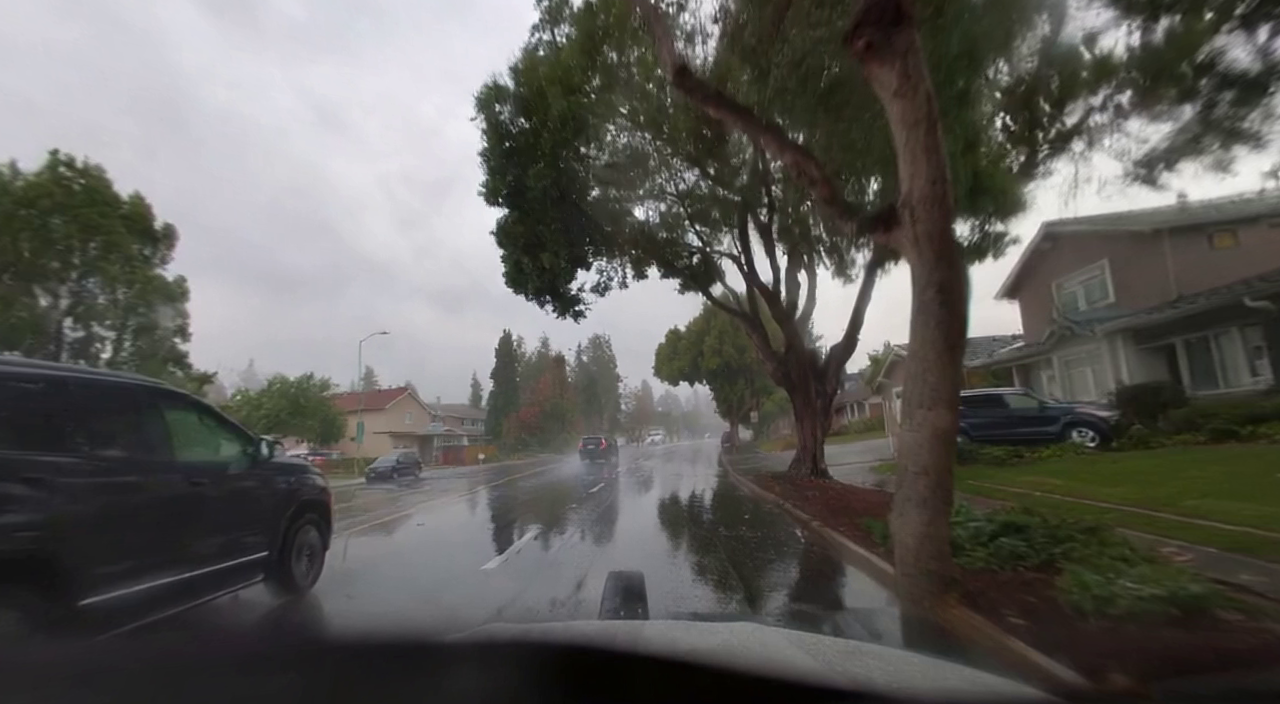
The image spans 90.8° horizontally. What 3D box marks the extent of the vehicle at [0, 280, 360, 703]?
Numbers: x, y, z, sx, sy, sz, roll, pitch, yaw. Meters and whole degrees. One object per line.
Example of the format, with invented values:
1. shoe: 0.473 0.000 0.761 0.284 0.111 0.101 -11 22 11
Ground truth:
1. vehicle: -3.933 0.869 3.783 2.085 2.084 5.133 0 -9 0

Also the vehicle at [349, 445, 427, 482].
1. vehicle: -14.057 6.199 35.597 2.029 1.887 4.668 0 -8 6

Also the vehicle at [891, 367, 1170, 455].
1. vehicle: 9.386 1.599 15.847 5.492 1.923 2.103 -4 -9 25

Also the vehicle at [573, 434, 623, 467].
1. vehicle: -2.214 5.358 34.466 2.001 1.664 4.174 -1 -9 6
